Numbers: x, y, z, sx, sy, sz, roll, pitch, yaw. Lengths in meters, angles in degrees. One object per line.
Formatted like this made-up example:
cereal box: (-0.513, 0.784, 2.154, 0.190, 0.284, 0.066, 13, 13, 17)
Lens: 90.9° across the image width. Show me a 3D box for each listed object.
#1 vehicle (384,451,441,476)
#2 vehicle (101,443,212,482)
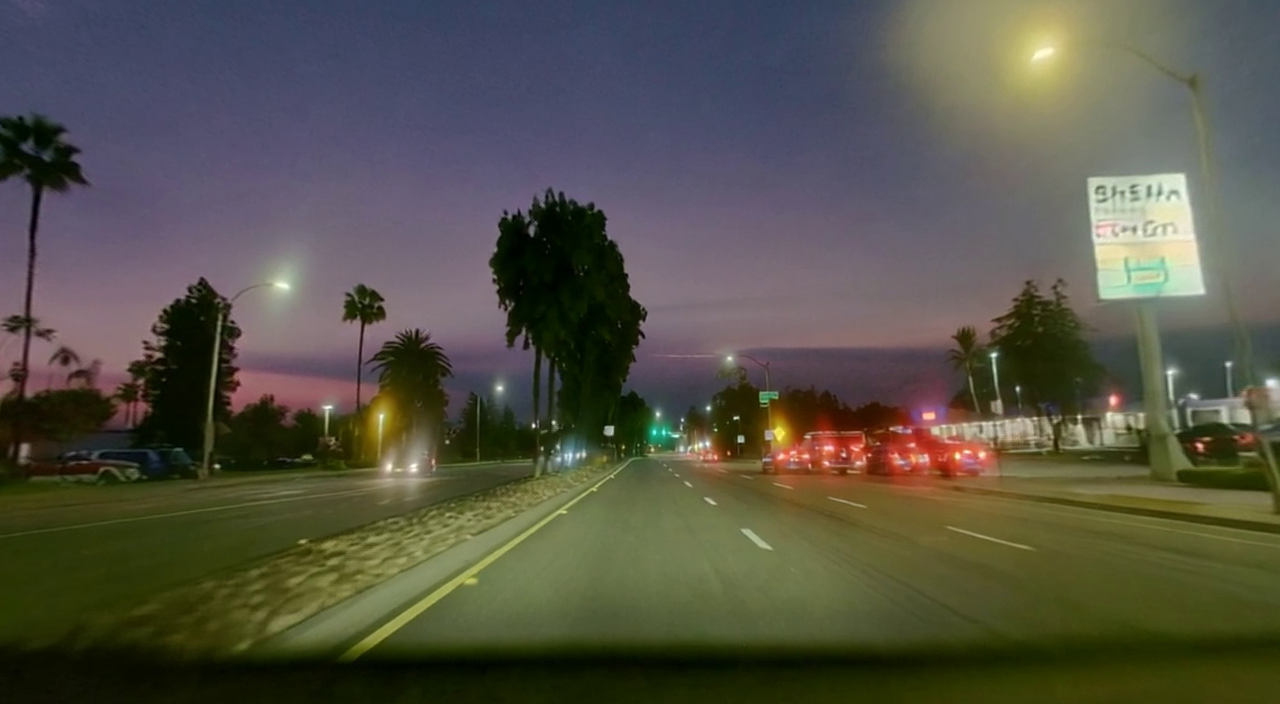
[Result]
vehicle: (-16.511, 8.101, 46.099, 2.167, 1.622, 5.184, 0, -8, 0)
vehicle: (-32.417, 7.559, 42.617, 2.415, 2.234, 6.082, -2, -12, 2)
